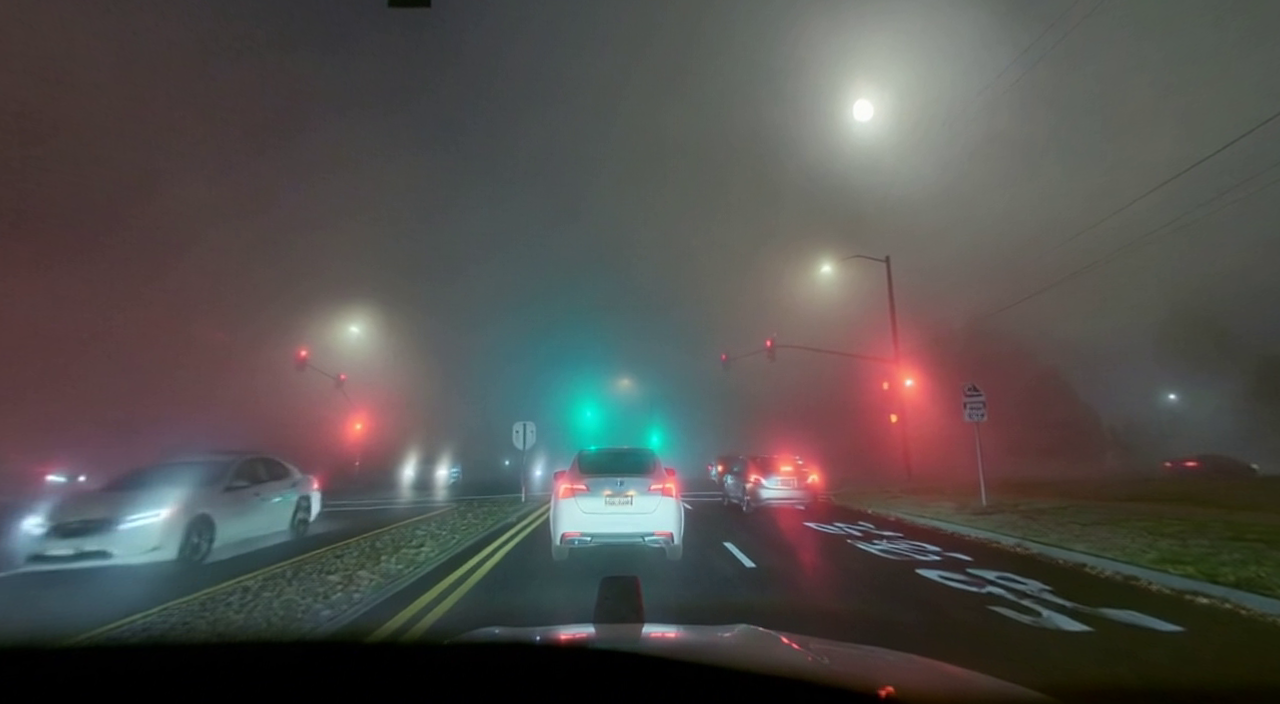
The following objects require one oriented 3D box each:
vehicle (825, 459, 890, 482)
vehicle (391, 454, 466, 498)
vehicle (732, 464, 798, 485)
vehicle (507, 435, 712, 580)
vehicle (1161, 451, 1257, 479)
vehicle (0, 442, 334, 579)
[{"bbox_3d":[16.518,8.998,48.085,4.337,1.637,1.860,2,-9,-16],"label":"vehicle"},{"bbox_3d":[-8.399,4.918,25.551,2.078,1.534,4.646,1,-9,-9],"label":"vehicle"},{"bbox_3d":[9.085,8.908,46.070,4.254,1.359,1.895,2,-9,-16],"label":"vehicle"},{"bbox_3d":[-0.347,1.926,8.706,2.112,1.479,4.264,0,-9,-1],"label":"vehicle"},{"bbox_3d":[32.658,6.479,36.266,4.601,1.485,1.929,3,-9,-18],"label":"vehicle"},{"bbox_3d":[-6.437,2.063,9.174,2.073,1.459,4.495,1,-9,-5],"label":"vehicle"}]
